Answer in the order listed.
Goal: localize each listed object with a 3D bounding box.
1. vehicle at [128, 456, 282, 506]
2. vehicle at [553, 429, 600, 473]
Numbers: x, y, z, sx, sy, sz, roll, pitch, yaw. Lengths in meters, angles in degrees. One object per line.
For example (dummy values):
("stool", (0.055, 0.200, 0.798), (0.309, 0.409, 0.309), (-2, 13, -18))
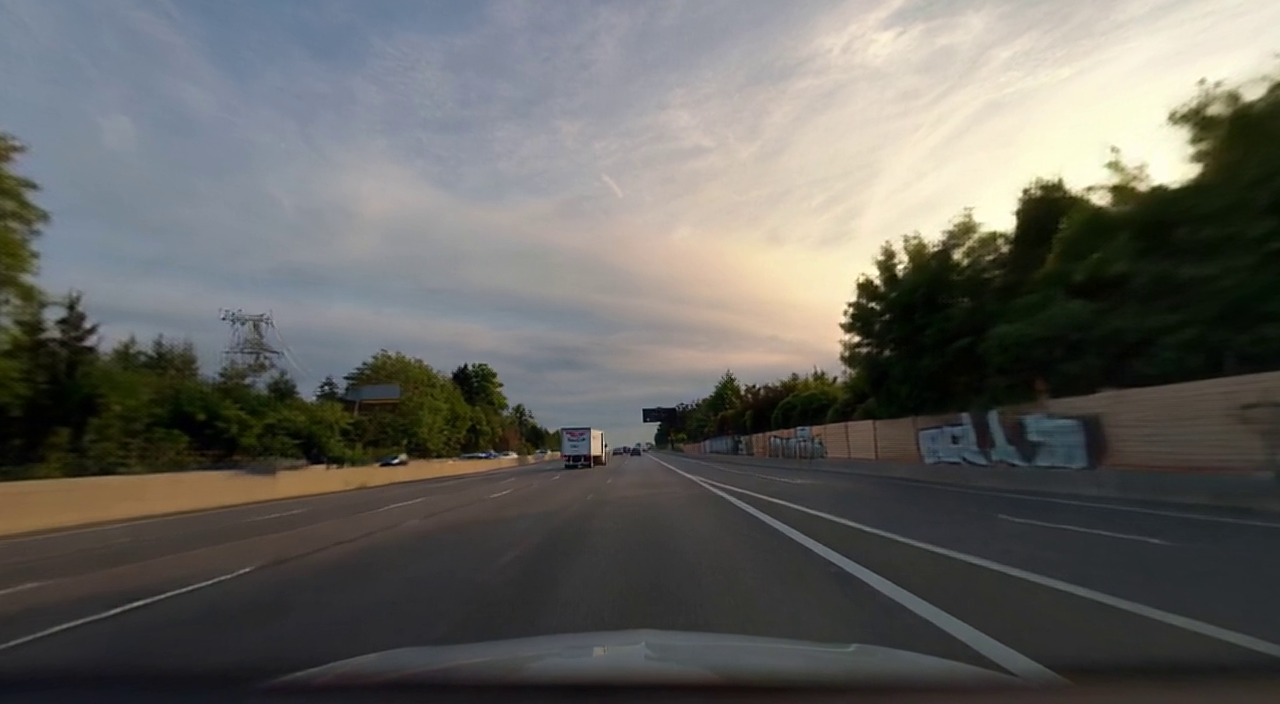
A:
("vehicle", (-14.491, 4.273, 21.374), (1.857, 1.454, 4.534), (-1, -9, 2))
("vehicle", (-3.849, 6.154, 39.105), (2.305, 2.517, 5.486), (0, -9, 1))
